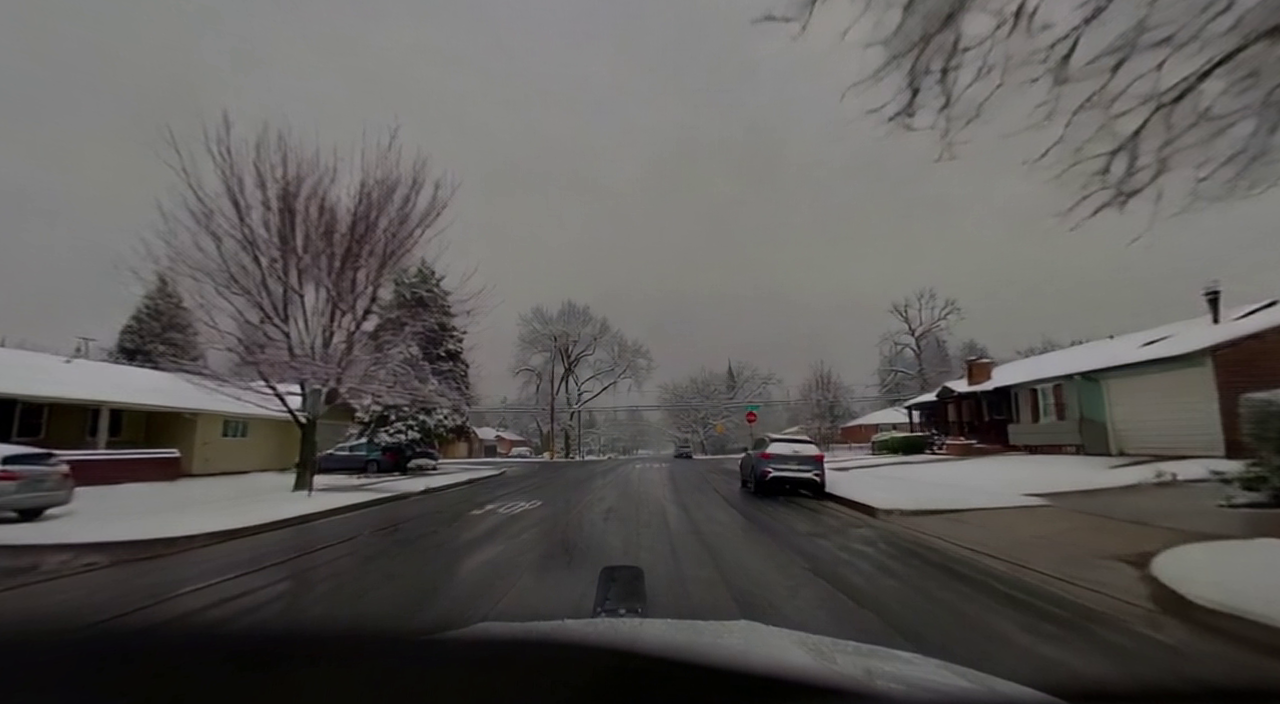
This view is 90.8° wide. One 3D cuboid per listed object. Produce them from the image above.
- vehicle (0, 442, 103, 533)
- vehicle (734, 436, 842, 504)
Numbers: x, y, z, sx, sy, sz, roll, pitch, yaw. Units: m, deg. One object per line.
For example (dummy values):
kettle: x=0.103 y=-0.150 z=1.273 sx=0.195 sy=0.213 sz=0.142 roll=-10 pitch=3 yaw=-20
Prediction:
vehicle: x=-12.898 y=2.375 z=11.339 sx=4.615 sy=1.491 sz=2.025 roll=0 pitch=-9 yaw=0
vehicle: x=3.710 y=3.024 z=16.579 sx=1.975 sy=1.528 sz=4.000 roll=0 pitch=-9 yaw=2
